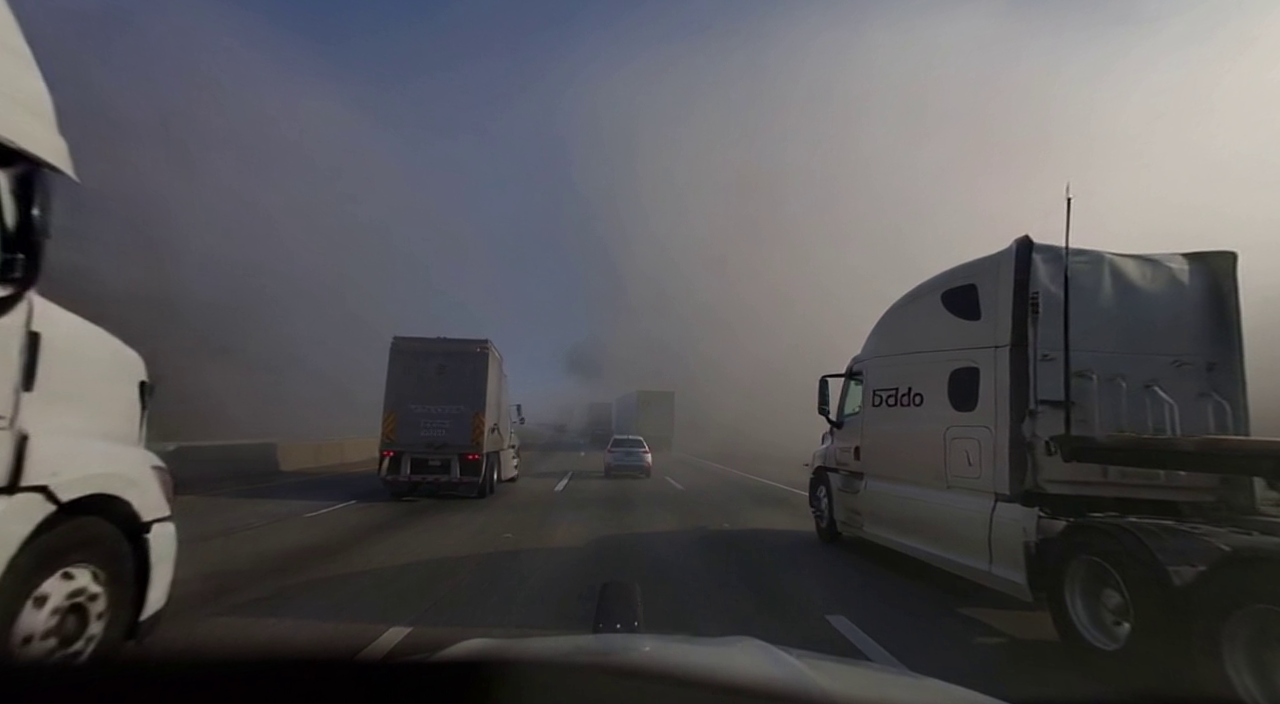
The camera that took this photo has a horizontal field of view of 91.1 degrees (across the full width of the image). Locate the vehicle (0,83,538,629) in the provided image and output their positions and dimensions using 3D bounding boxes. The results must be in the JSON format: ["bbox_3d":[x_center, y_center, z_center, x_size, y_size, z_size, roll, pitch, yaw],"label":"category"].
[{"bbox_3d":[-3.813,0.607,9.417,2.919,3.779,10.307,0,-8,0],"label":"vehicle"}]

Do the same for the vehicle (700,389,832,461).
[{"bbox_3d":[7.785,4.925,41.602,2.866,4.057,11.808,3,-8,-19],"label":"vehicle"}]

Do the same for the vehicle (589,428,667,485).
[{"bbox_3d":[-0.491,3.151,19.406,2.060,1.540,4.374,1,-8,-5],"label":"vehicle"}]

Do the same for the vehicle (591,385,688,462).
[{"bbox_3d":[-0.526,4.793,40.878,2.899,4.112,13.912,2,-8,-15],"label":"vehicle"}]

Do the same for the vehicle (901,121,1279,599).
[{"bbox_3d":[7.233,-0.085,4.414,2.758,4.032,11.419,3,-8,-20],"label":"vehicle"}]
